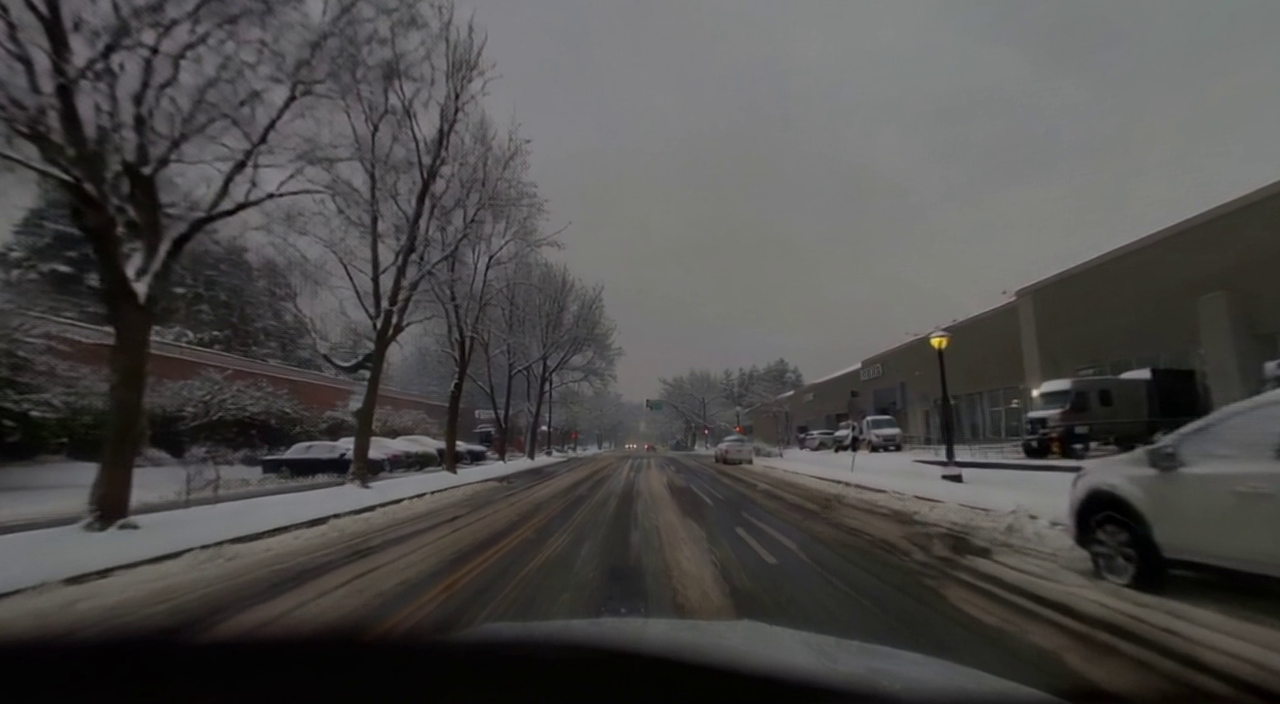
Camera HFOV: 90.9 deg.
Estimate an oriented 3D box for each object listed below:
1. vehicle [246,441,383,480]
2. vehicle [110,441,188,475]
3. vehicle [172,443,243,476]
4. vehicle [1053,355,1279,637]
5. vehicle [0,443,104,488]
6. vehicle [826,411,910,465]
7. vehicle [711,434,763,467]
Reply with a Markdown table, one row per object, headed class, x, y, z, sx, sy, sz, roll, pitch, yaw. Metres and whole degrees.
| class | x | y | z | sx | sy | sz | roll | pitch | yaw |
| --- | --- | --- | --- | --- | --- | --- | --- | --- | --- |
| vehicle | -14.609 | 4.905 | 28.572 | 4.954 | 1.614 | 2.227 | 0 | -9 | -4 |
| vehicle | -27.408 | 5.891 | 35.364 | 2.026 | 1.723 | 4.322 | 3 | -8 | -19 |
| vehicle | -24.631 | 6.092 | 36.081 | 2.026 | 1.723 | 4.633 | 4 | -9 | -18 |
| vehicle | 5.958 | 0.957 | 3.968 | 2.356 | 2.076 | 6.287 | 0 | -9 | -1 |
| vehicle | -24.659 | 4.472 | 24.985 | 2.032 | 1.686 | 4.652 | -3 | -9 | 19 |
| vehicle | 13.193 | 5.089 | 36.965 | 2.935 | 2.889 | 5.499 | -1 | -9 | 2 |
| vehicle | 6.041 | 6.227 | 39.897 | 2.338 | 1.942 | 5.267 | 0 | -9 | -1 |
